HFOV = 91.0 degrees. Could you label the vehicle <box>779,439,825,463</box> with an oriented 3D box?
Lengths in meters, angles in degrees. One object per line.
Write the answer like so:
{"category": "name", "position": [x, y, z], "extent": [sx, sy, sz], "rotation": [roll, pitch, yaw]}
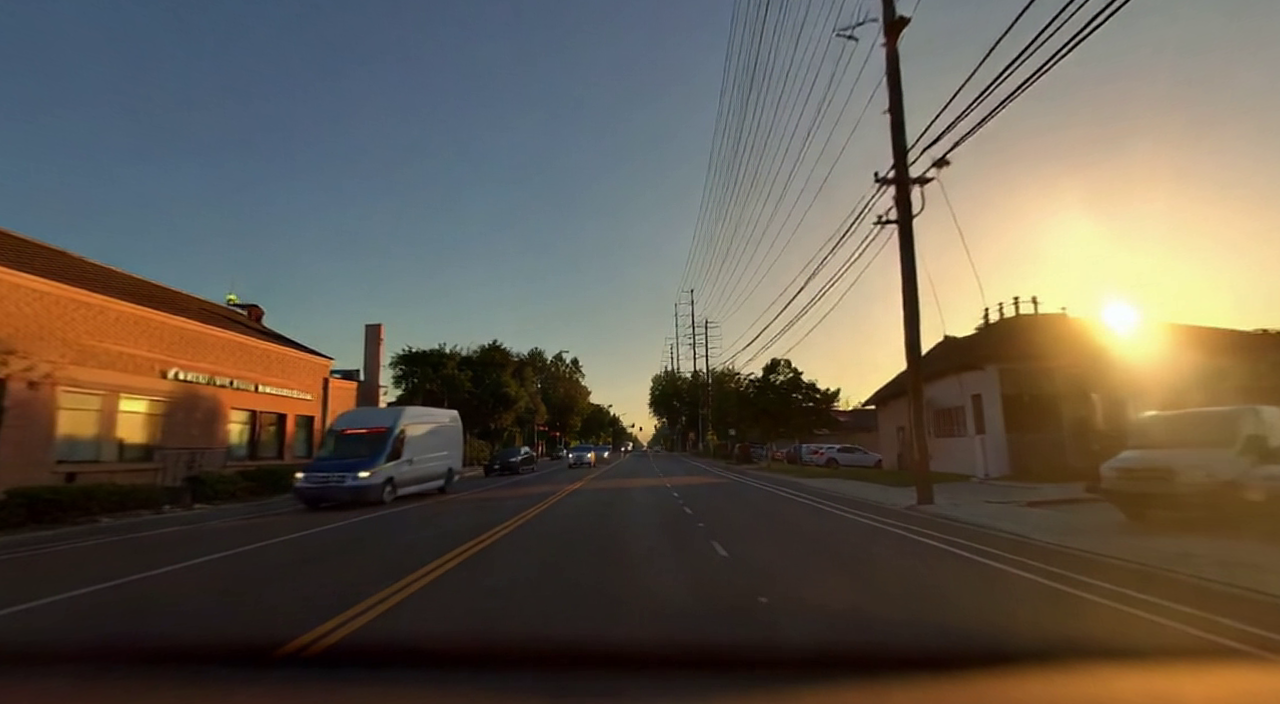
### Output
{"category": "vehicle", "position": [12.581, 7.738, 49.316], "extent": [2.051, 1.811, 5.330], "rotation": [0, -9, -1]}

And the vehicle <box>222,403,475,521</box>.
{"category": "vehicle", "position": [-6.918, 2.782, 16.547], "extent": [2.909, 2.362, 7.390], "rotation": [-1, -8, 2]}

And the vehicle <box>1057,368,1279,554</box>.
{"category": "vehicle", "position": [9.971, 1.758, 10.629], "extent": [6.532, 2.291, 2.575], "rotation": [6, -10, -36]}

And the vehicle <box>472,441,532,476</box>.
{"category": "vehicle", "position": [-7.341, 5.704, 34.031], "extent": [2.242, 1.741, 4.519], "rotation": [0, -8, -1]}

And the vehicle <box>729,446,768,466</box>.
{"category": "vehicle", "position": [8.175, 7.843, 47.814], "extent": [1.869, 1.428, 4.250], "rotation": [0, -9, -5]}

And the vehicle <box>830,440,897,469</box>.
{"category": "vehicle", "position": [12.969, 5.975, 36.912], "extent": [2.143, 1.518, 4.893], "rotation": [0, -8, 0]}
